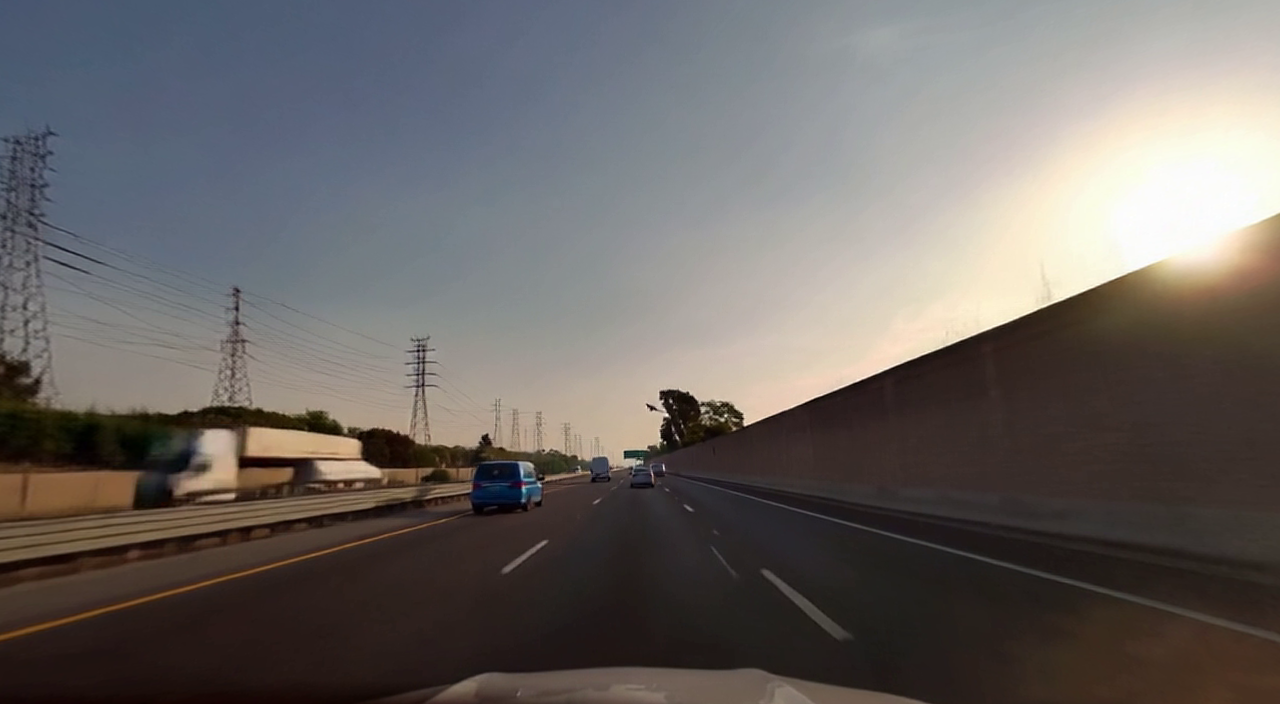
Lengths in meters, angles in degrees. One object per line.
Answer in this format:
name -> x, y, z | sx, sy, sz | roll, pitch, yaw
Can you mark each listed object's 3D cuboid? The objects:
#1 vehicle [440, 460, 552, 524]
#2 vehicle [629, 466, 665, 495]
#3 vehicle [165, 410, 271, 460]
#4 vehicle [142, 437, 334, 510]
vehicle -> -3.834, 3.863, 17.715 | 2.023, 1.541, 4.543 | 0, -11, 1
vehicle -> 0.382, 7.568, 37.271 | 2.006, 1.554, 3.863 | 1, -11, -1
vehicle -> -19.422, 3.916, 29.257 | 1.955, 1.634, 4.229 | 0, -17, -1
vehicle -> -19.420, 6.095, 31.655 | 3.041, 3.021, 10.124 | 1, -11, -1
